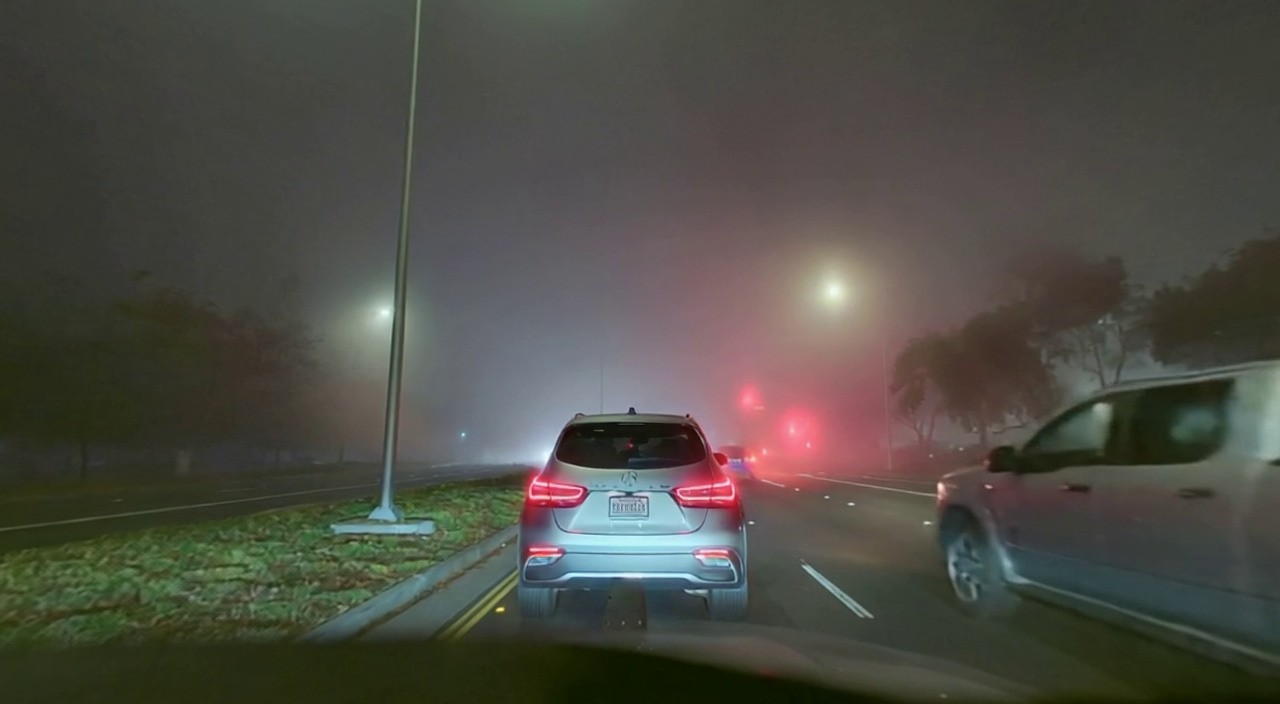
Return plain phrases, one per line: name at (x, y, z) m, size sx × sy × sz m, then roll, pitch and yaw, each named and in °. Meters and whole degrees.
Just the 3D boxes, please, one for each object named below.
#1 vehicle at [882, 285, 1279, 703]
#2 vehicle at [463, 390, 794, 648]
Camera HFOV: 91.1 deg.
vehicle at (3.917, 0.881, 3.758) m, size 2.440 × 1.962 × 6.363 m, roll 0°, pitch -8°, yaw 0°
vehicle at (-0.085, 1.403, 6.243) m, size 2.172 × 1.694 × 4.055 m, roll 0°, pitch -8°, yaw 0°
